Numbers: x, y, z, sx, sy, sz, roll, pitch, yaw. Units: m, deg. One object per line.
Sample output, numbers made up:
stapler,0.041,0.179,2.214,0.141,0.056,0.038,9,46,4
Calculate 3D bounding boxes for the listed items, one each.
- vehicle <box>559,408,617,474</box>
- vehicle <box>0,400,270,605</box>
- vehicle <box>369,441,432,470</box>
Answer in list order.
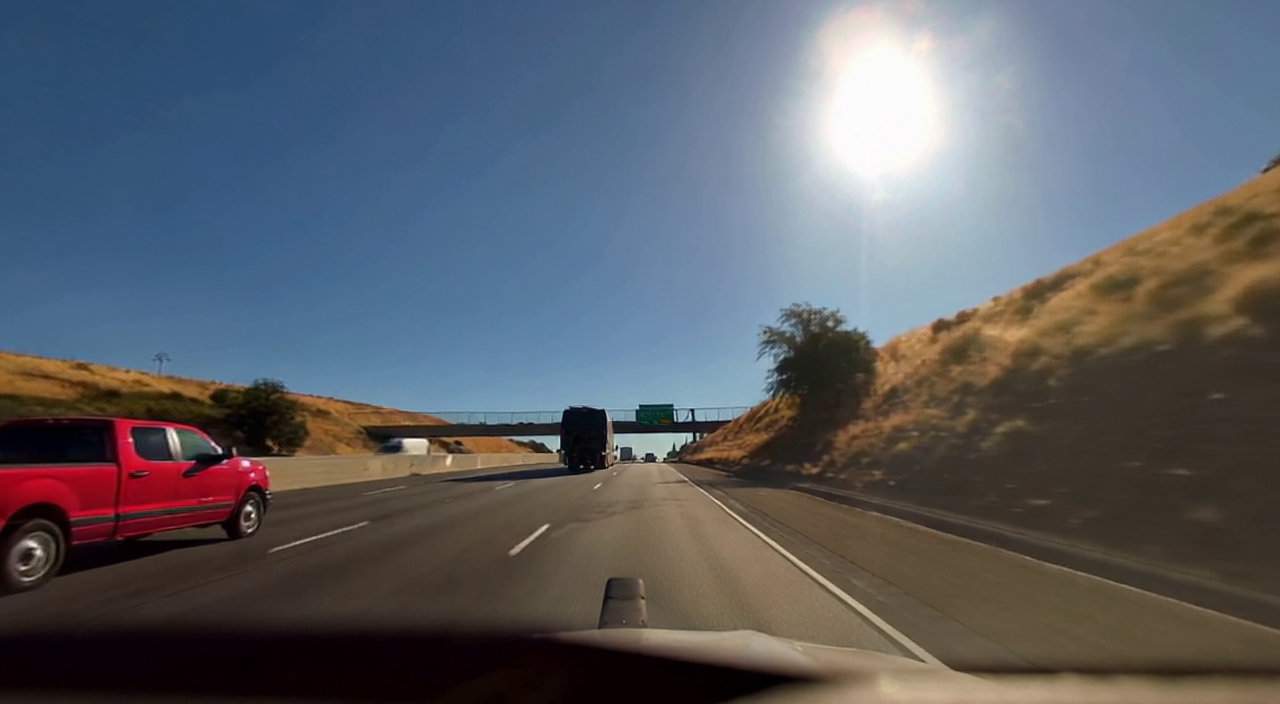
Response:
vehicle,-3.490,6.661,46.867,2.893,4.073,15.281,0,-9,0
vehicle,-6.973,1.612,7.306,2.175,1.860,5.236,0,-9,0
vehicle,-16.193,7.010,42.882,2.193,1.861,4.471,-1,-9,5
